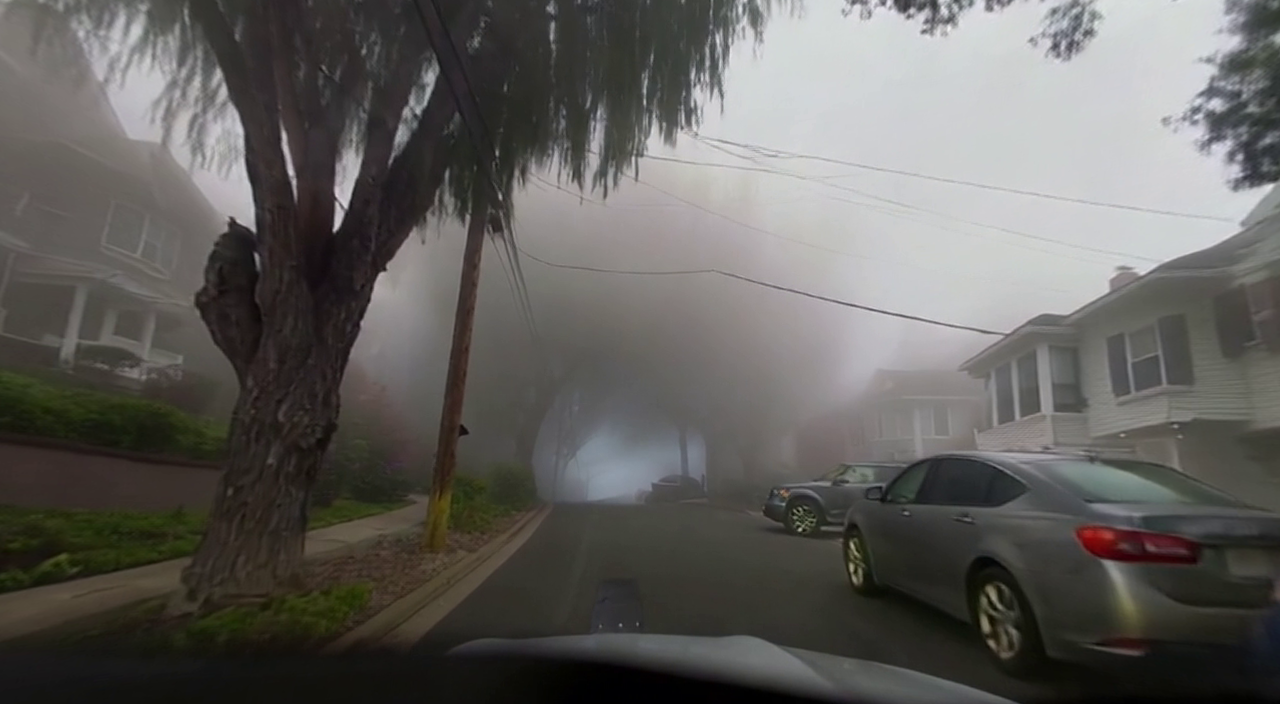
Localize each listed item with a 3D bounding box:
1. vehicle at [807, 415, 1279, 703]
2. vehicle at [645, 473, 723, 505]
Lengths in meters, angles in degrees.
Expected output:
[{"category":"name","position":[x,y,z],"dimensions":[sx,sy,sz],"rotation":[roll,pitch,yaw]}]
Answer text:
[{"category":"vehicle","position":[3.241,1.418,5.091],"dimensions":[2.133,1.566,4.737],"rotation":[1,-9,-5]},{"category":"vehicle","position":[2.661,8.370,38.678],"dimensions":[4.413,1.728,1.869],"rotation":[1,-9,-9]}]
